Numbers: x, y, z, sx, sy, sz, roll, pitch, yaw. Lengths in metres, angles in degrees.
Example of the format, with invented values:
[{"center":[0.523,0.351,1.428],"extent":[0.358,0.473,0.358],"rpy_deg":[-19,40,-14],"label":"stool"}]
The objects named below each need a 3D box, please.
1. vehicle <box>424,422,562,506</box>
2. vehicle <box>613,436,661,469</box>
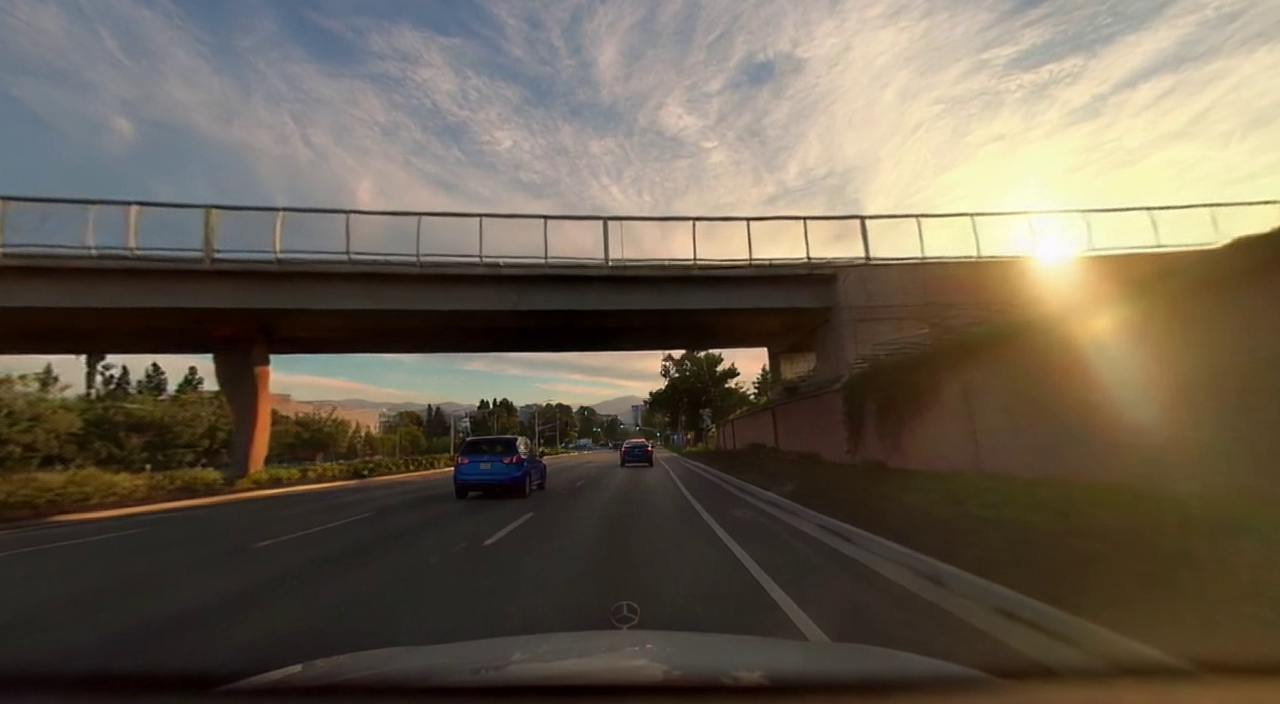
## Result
[{"center":[-3.432,2.729,15.847],"extent":[2.223,1.771,4.581],"rpy_deg":[0,-8,2],"label":"vehicle"},{"center":[-0.142,4.955,31.257],"extent":[2.205,1.509,4.272],"rpy_deg":[0,-8,-1],"label":"vehicle"}]
